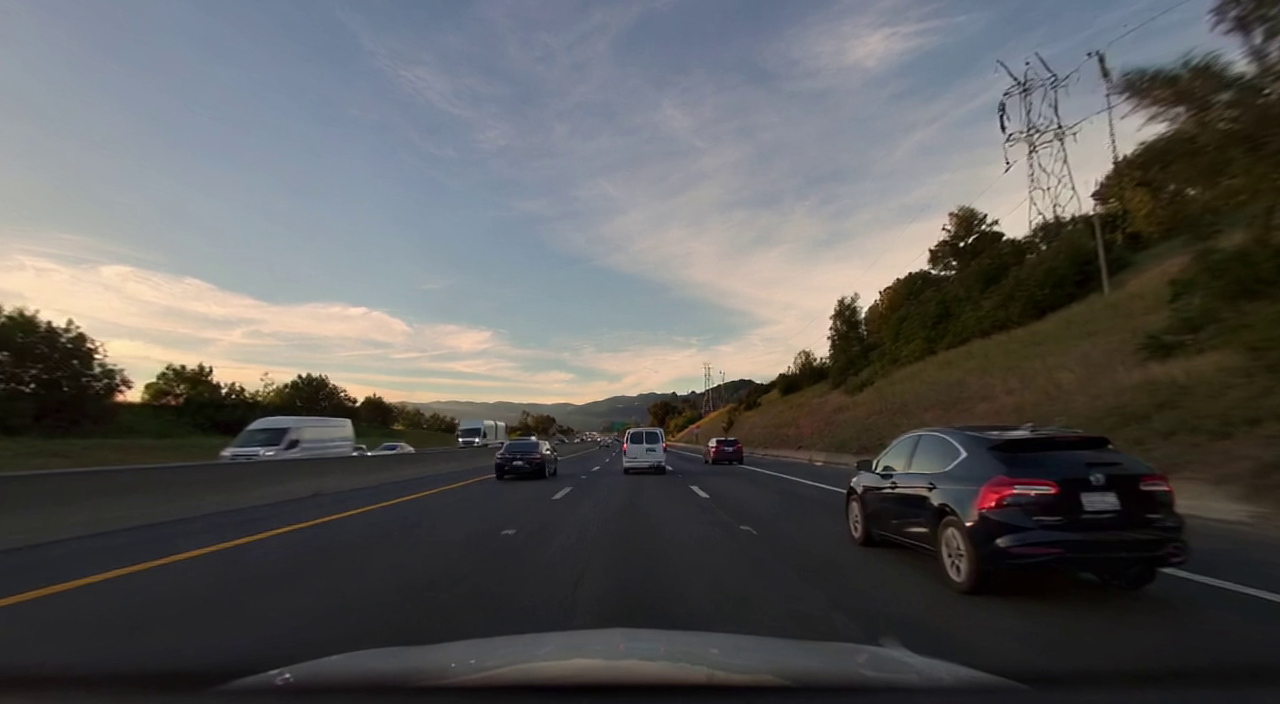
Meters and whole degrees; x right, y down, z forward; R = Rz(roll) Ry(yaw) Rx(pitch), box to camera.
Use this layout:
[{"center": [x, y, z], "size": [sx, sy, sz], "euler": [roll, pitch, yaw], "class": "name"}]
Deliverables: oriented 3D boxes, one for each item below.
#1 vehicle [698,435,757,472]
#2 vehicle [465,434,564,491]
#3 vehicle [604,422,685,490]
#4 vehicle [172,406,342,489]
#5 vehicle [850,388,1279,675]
[{"center": [3.902, 4.587, 28.900], "size": [1.923, 1.562, 4.691], "euler": [0, -8, -2], "class": "vehicle"}, {"center": [-3.687, 3.308, 19.431], "size": [2.093, 1.517, 4.648], "euler": [0, -8, 0], "class": "vehicle"}, {"center": [0.078, 3.079, 19.035], "size": [2.159, 1.811, 4.238], "euler": [0, -8, -1], "class": "vehicle"}, {"center": [-15.139, 3.829, 25.723], "size": [2.553, 2.909, 7.010], "euler": [0, -8, 0], "class": "vehicle"}, {"center": [3.483, 1.262, 5.468], "size": [2.038, 1.621, 3.622], "euler": [0, -8, 0], "class": "vehicle"}]
